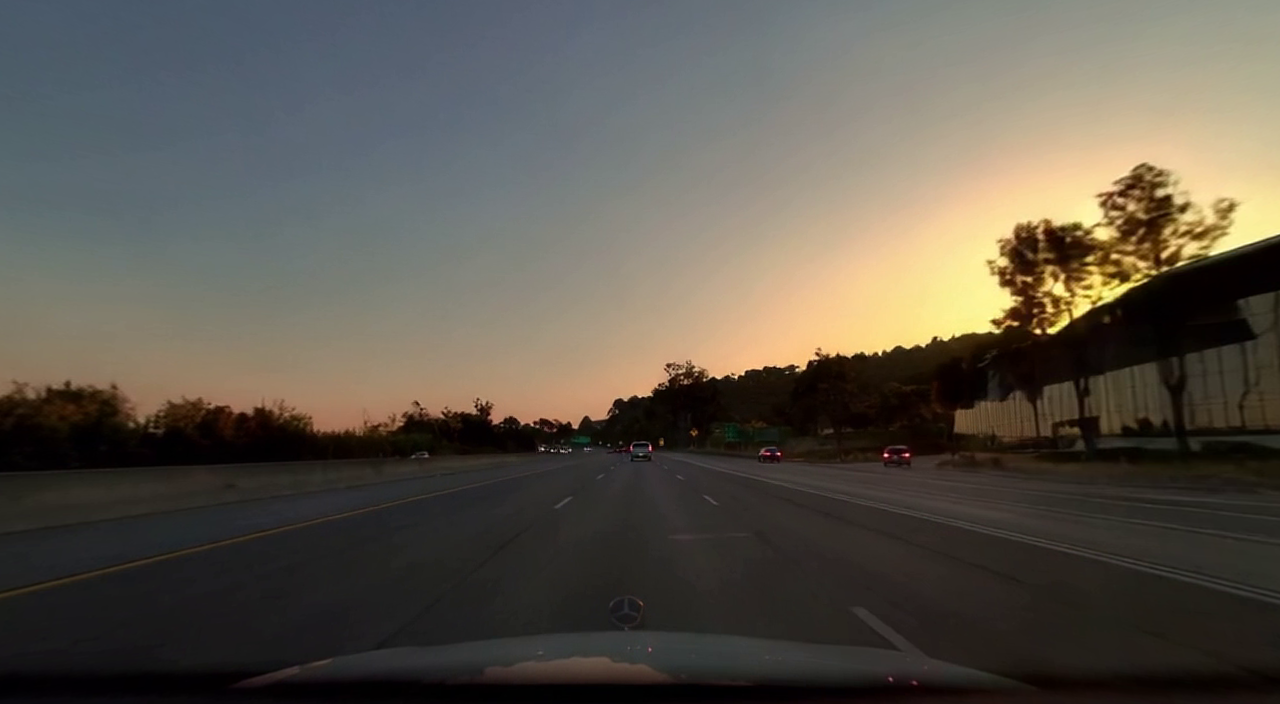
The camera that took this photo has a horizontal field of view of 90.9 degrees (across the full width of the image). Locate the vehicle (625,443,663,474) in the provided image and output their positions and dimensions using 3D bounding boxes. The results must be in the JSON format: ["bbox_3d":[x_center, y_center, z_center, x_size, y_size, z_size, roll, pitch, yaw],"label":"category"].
[{"bbox_3d":[0.213,6.082,36.129,2.015,1.639,4.086,0,-9,0],"label":"vehicle"}]

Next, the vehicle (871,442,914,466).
[{"bbox_3d":[18.425,7.409,46.188,1.690,1.490,3.665,-5,-7,3],"label":"vehicle"}]
